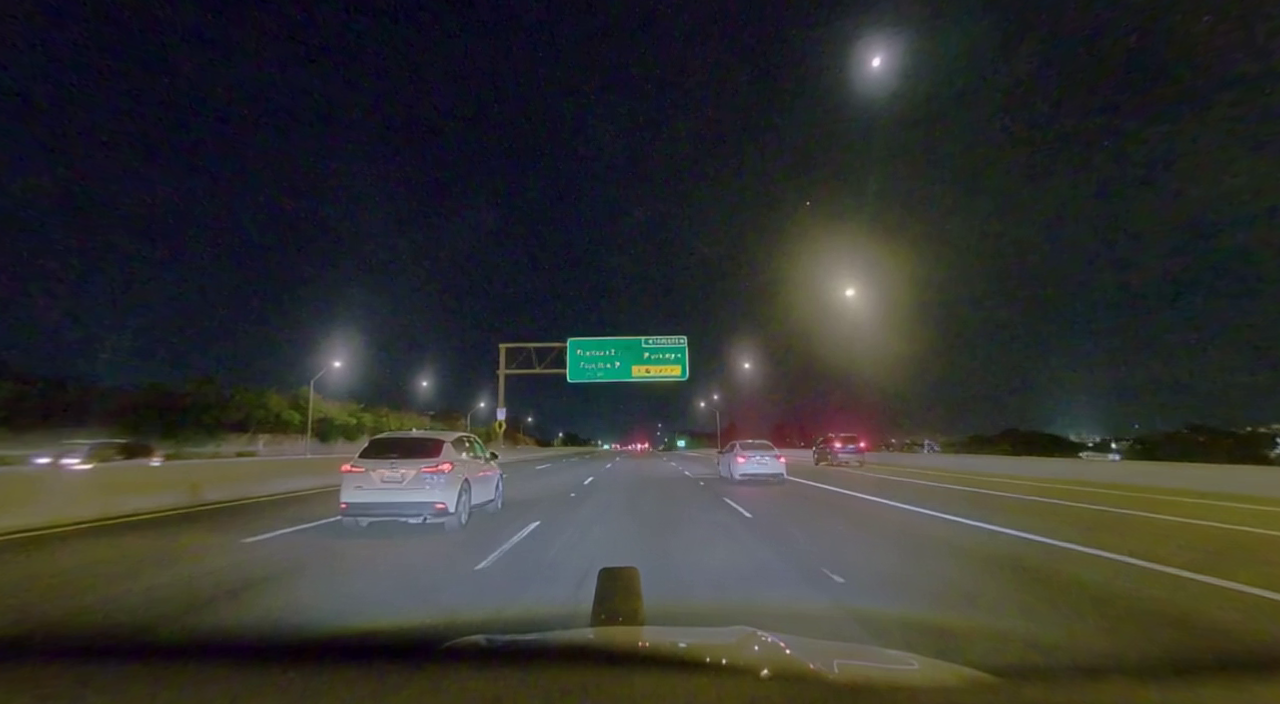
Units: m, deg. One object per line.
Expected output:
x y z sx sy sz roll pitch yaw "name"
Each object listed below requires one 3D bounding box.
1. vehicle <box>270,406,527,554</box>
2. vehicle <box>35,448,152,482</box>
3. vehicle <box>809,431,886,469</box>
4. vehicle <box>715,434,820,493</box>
-3.281 1.858 9.833 2.193 1.746 4.512 0 -8 0 "vehicle"
-26.675 5.494 31.023 1.831 1.479 4.309 0 -8 1 "vehicle"
11.175 5.326 34.524 2.223 1.865 5.704 0 -8 -1 "vehicle"
3.700 3.341 19.292 2.107 1.550 4.949 0 -8 -1 "vehicle"
